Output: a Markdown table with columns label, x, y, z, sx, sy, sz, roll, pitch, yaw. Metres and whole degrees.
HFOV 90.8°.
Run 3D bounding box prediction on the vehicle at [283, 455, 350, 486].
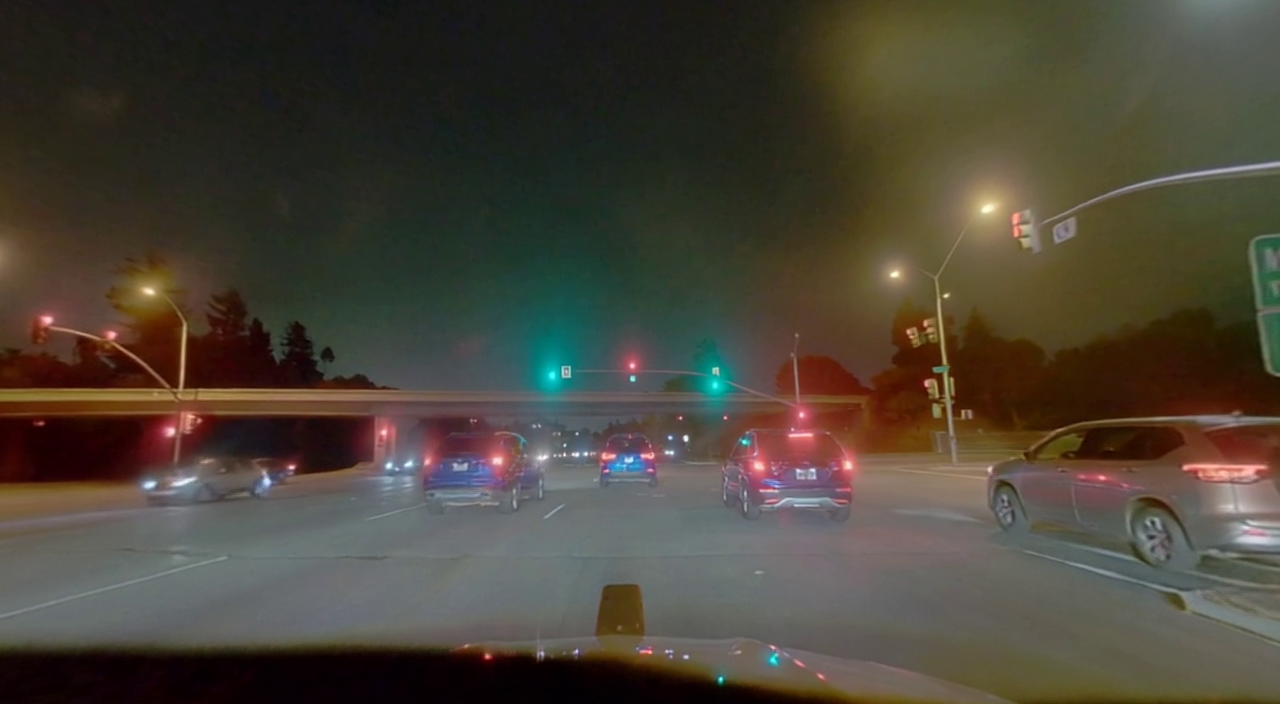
| label | x | y | z | sx | sy | sz | roll | pitch | yaw |
| --- | --- | --- | --- | --- | --- | --- | --- | --- | --- |
| vehicle | -23.441 | 8.562 | 46.031 | 2.039 | 1.965 | 5.291 | 0 | -8 | 0 |

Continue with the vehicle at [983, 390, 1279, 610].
| label | x | y | z | sx | sy | sz | roll | pitch | yaw |
| --- | --- | --- | --- | --- | --- | --- | --- | --- | --- |
| vehicle | 6.239 | 1.507 | 7.287 | 2.074 | 1.785 | 4.320 | 0 | -8 | 0 |

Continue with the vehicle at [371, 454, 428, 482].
| label | x | y | z | sx | sy | sz | roll | pitch | yaw |
| --- | --- | --- | --- | --- | --- | --- | --- | --- | --- |
| vehicle | -16.297 | 7.864 | 43.045 | 2.007 | 1.730 | 4.774 | 0 | -8 | 0 |

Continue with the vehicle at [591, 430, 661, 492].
| label | x | y | z | sx | sy | sz | roll | pitch | yaw |
| --- | --- | --- | --- | --- | --- | --- | --- | --- | --- |
| vehicle | -0.506 | 4.004 | 23.577 | 2.342 | 2.026 | 4.642 | 0 | -8 | -1 |

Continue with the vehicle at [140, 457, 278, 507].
| label | x | y | z | sx | sy | sz | roll | pitch | yaw |
| --- | --- | --- | --- | --- | --- | --- | --- | --- | --- |
| vehicle | -15.620 | 4.691 | 23.280 | 1.859 | 1.542 | 4.657 | 0 | -8 | -1 |

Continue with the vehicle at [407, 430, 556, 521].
| label | x | y | z | sx | sy | sz | roll | pitch | yaw |
| --- | --- | --- | --- | --- | --- | --- | --- | --- | --- |
| vehicle | -3.434 | 2.782 | 14.811 | 2.060 | 1.768 | 4.681 | -1 | -8 | 3 |
